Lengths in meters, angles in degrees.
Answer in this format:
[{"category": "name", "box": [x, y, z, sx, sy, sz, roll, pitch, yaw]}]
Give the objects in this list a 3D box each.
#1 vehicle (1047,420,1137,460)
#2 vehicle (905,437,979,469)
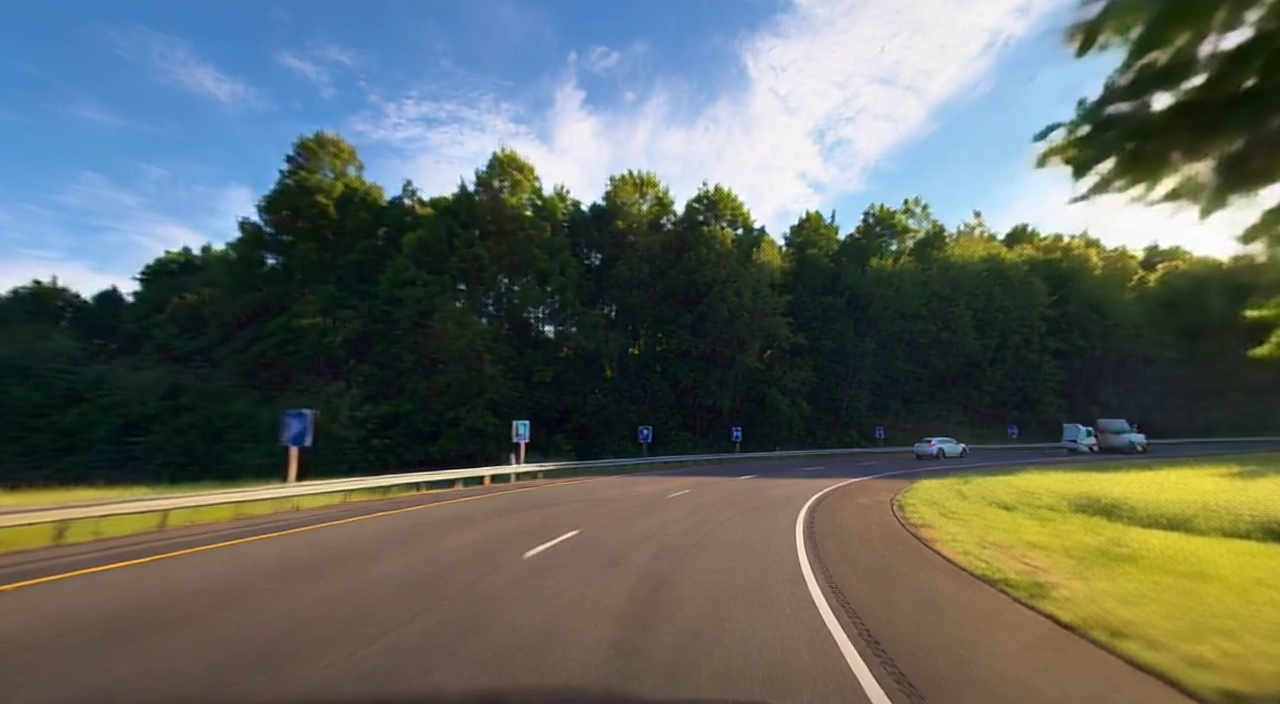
[{"category": "vehicle", "box": [33.663, 6.590, 46.896, 5.981, 2.823, 2.498, 4, -9, -23]}, {"category": "vehicle", "box": [17.013, 5.677, 35.435, 4.325, 1.674, 2.221, 8, -12, -42]}]
